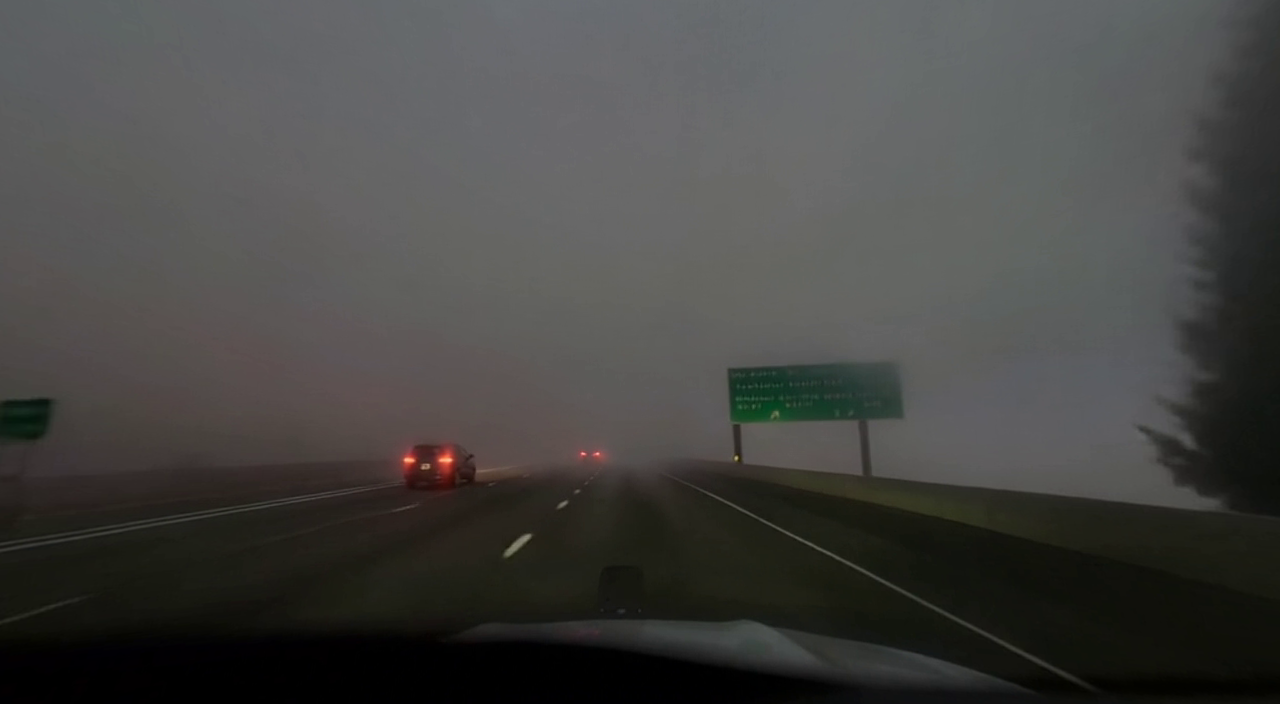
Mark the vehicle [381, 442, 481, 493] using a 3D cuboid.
[{"bbox_3d":[-7.157,4.000,22.152,2.098,1.606,4.227,0,-9,-1],"label":"vehicle"}]
